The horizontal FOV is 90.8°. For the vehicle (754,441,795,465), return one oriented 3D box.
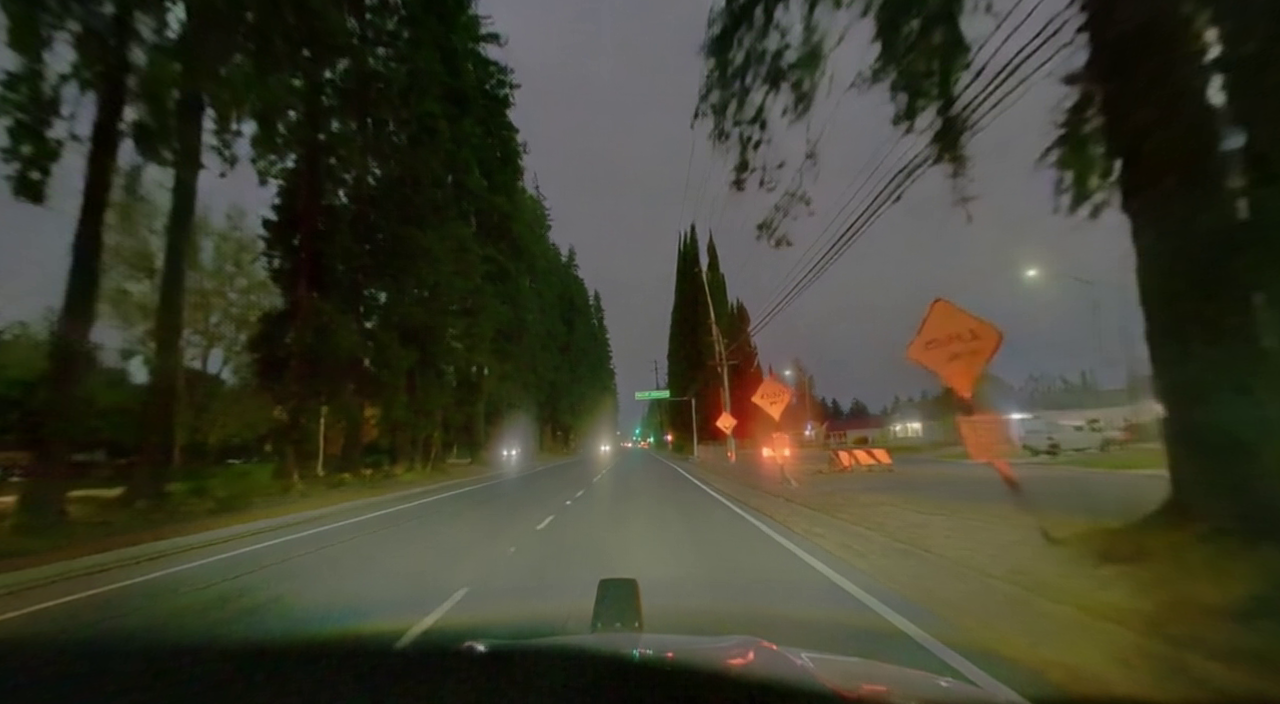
[{"bbox_3d":[8.500,6.358,40.127,1.733,1.449,3.764,0,-8,-1],"label":"vehicle"}]

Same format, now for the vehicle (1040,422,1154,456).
[{"bbox_3d":[25.502,4.871,35.400,4.601,1.801,2.122,0,-8,2],"label":"vehicle"}]
